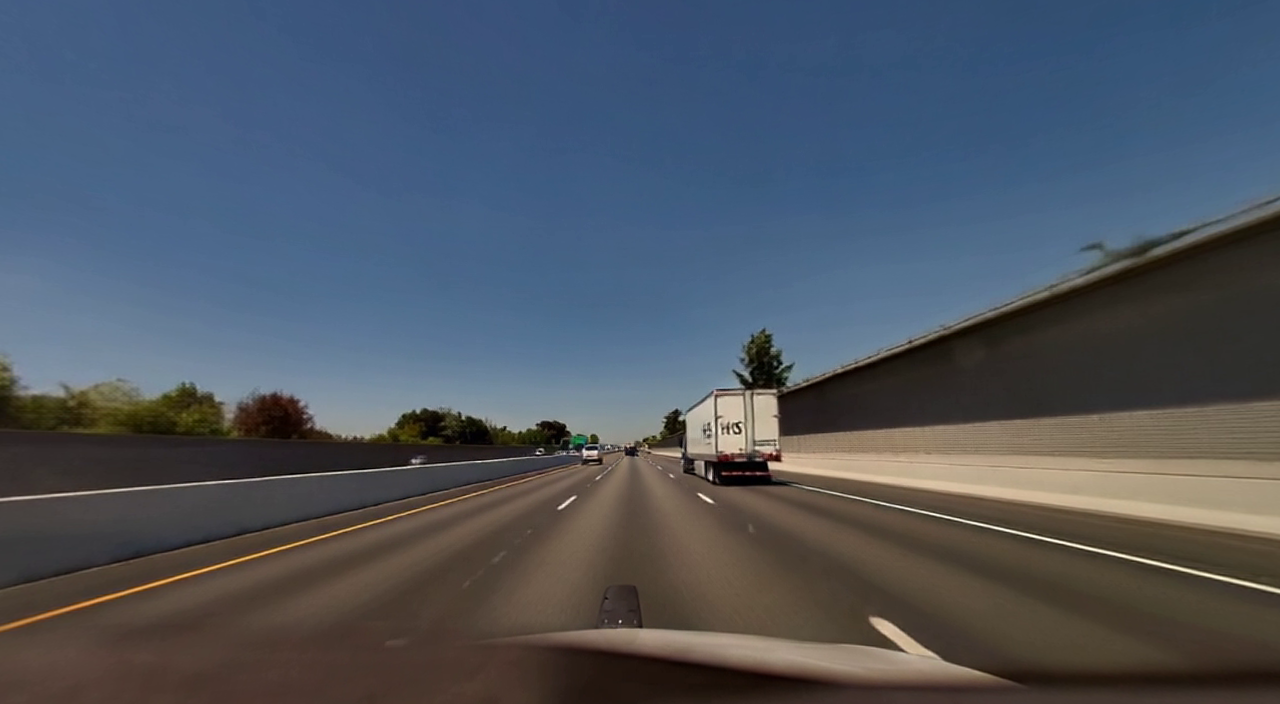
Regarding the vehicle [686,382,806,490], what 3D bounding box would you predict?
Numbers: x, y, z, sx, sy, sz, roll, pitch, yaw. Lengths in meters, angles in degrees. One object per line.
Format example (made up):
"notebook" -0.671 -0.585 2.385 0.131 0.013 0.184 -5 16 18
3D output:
"vehicle" 3.916 3.685 26.587 2.823 3.509 12.118 0 -9 -1
